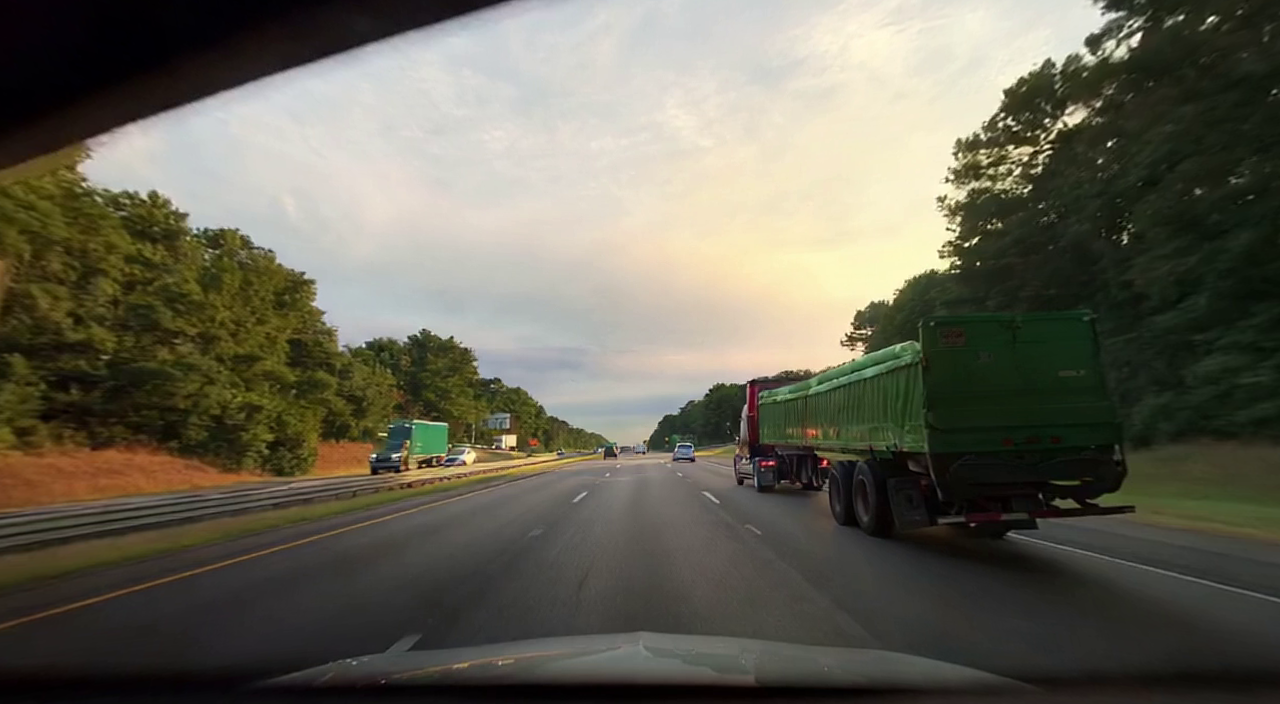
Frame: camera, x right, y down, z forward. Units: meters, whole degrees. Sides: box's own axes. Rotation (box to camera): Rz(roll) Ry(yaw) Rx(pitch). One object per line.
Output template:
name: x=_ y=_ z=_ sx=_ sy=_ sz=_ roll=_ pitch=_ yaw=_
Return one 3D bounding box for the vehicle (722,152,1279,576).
vehicle: x=4.690 y=1.307 z=14.930 sx=3.115 sy=4.407 sz=17.026 roll=0 pitch=-9 yaw=0

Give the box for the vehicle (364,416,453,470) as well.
vehicle: x=-15.629 y=6.306 z=43.441 sx=3.020 sy=3.309 sz=8.280 roll=0 pitch=-9 yaw=0

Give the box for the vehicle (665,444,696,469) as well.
vehicle: x=2.787 y=7.294 z=44.232 sx=2.019 sy=1.601 sz=3.953 roll=-1 pitch=-9 yaw=2
